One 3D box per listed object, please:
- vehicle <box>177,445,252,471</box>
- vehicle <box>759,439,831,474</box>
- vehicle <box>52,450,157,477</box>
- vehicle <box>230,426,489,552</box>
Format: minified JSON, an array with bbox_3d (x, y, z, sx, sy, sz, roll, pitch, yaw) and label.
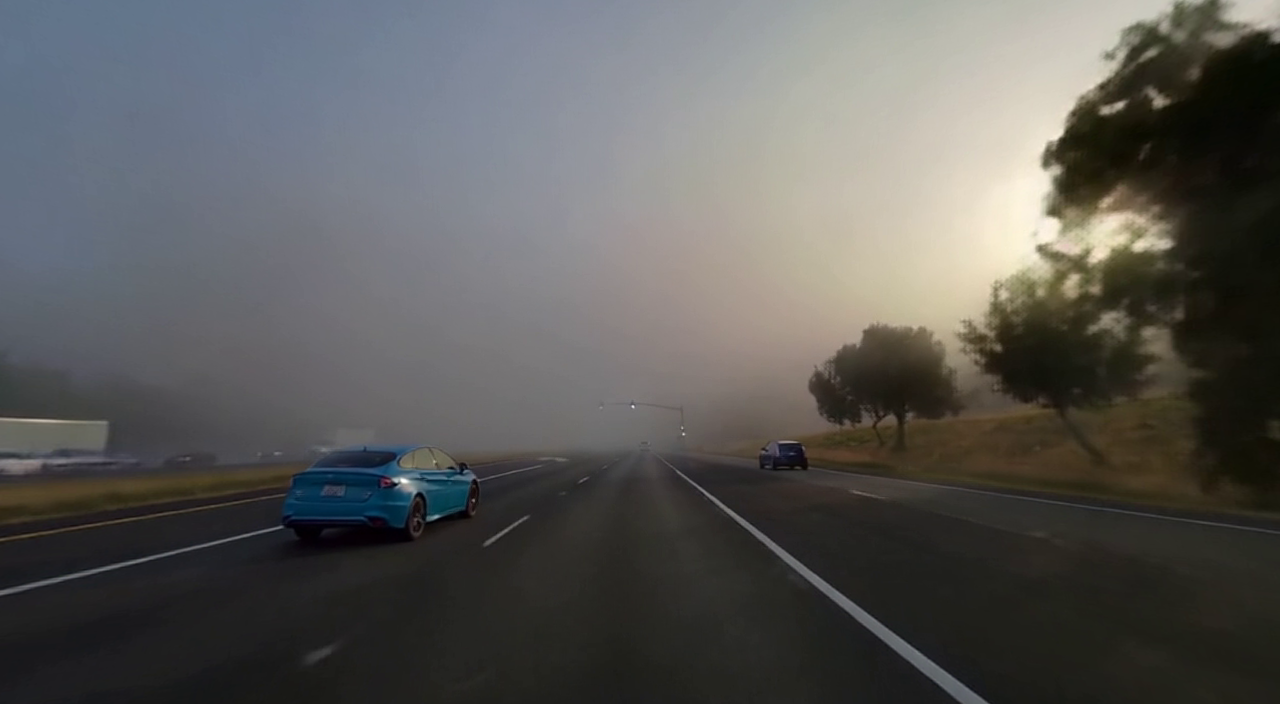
[{"bbox_3d":[-28.286,7.033,42.018,1.864,1.568,4.344,0,-8,1],"label":"vehicle"},{"bbox_3d":[7.176,4.885,29.683,2.049,1.481,4.774,0,-8,-2],"label":"vehicle"},{"bbox_3d":[-32.038,6.666,37.890,1.799,1.455,5.117,0,-8,0],"label":"vehicle"},{"bbox_3d":[-3.954,1.999,9.936,1.987,1.516,4.478,0,-8,1],"label":"vehicle"}]
